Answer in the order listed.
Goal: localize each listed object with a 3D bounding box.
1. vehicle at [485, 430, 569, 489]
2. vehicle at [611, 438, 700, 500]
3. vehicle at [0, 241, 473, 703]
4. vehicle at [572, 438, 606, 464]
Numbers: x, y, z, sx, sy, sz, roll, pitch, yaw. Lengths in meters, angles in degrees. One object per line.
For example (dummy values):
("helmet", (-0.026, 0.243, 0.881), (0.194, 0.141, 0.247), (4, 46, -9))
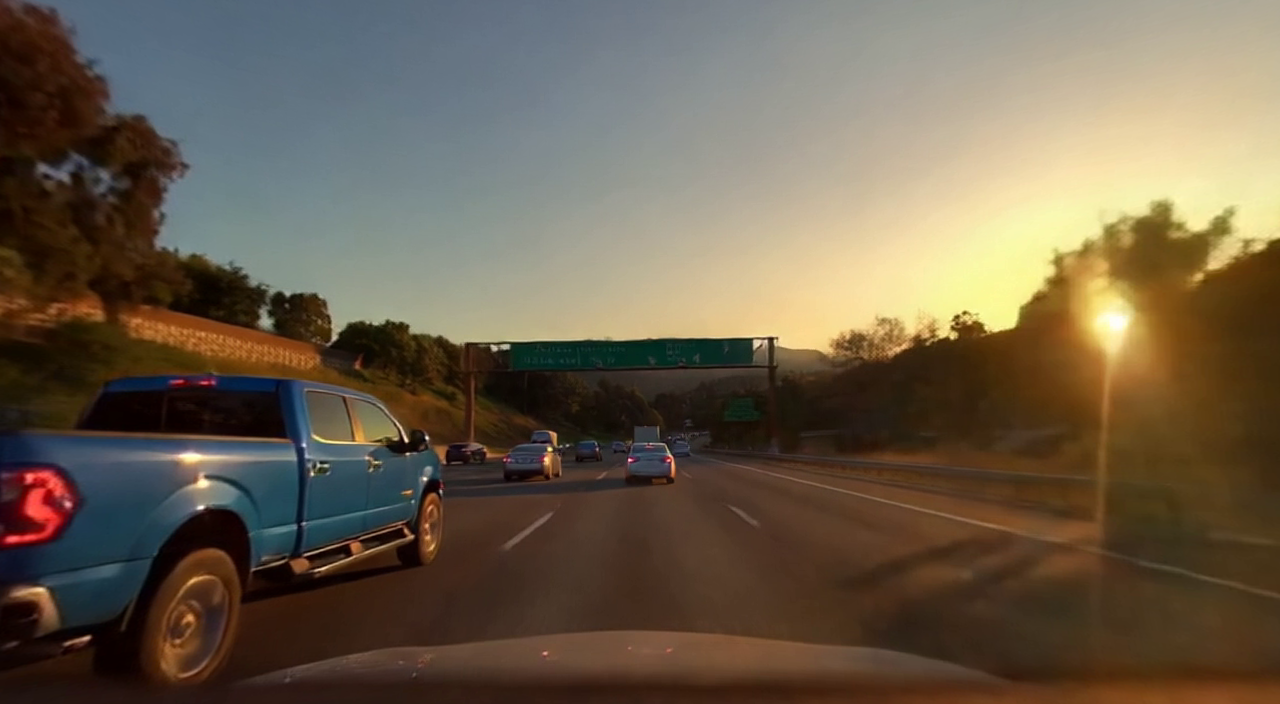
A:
("vehicle", (-3.546, 3.457, 20.634), (1.903, 1.721, 4.210), (0, -8, 1))
("vehicle", (0.366, 3.030, 16.740), (2.054, 1.421, 4.090), (0, -8, 0))
("vehicle", (-3.371, 1.044, 5.146), (2.269, 2.060, 5.933), (0, -8, 1))
("vehicle", (-3.330, 6.557, 41.909), (1.897, 1.646, 4.049), (0, -8, 1))
